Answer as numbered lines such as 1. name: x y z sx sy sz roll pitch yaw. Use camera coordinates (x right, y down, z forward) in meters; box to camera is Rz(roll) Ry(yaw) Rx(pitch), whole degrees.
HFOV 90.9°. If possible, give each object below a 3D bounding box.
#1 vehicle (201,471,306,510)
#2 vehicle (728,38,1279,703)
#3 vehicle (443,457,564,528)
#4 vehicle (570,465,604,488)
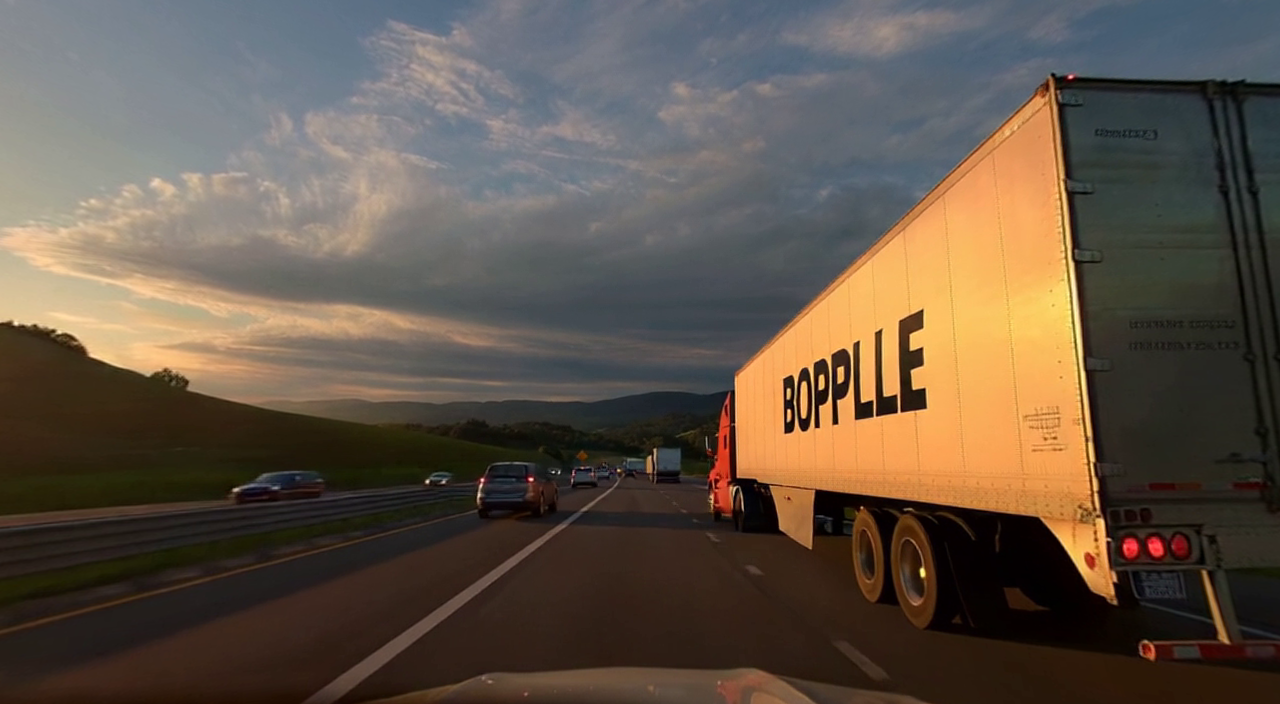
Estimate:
1. vehicle: -15.769 5.638 25.955 1.783 1.448 3.956 1 -11 0
2. vehicle: 3.969 1.305 10.565 2.839 4.062 14.051 1 -11 -1
3. vehicle: -3.255 3.475 15.967 2.021 1.505 4.286 1 -11 1
4. vehicle: -3.995 9.496 48.142 2.088 1.566 4.853 1 -11 1
